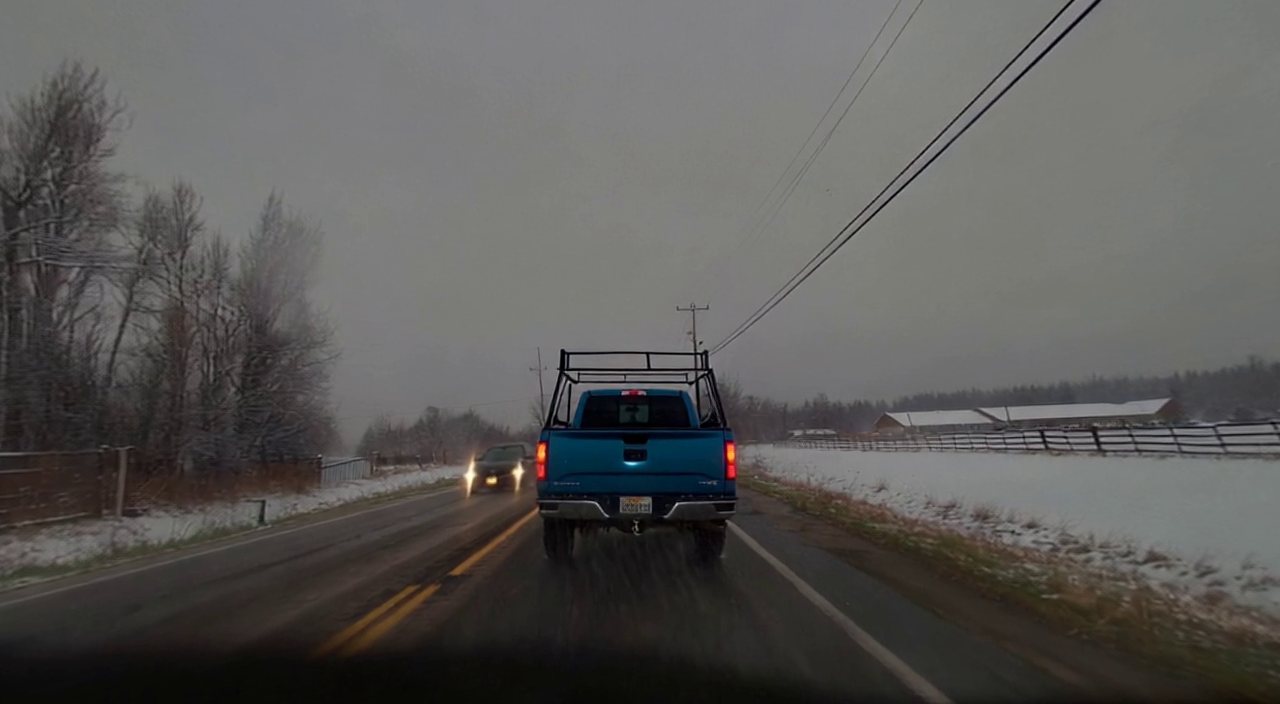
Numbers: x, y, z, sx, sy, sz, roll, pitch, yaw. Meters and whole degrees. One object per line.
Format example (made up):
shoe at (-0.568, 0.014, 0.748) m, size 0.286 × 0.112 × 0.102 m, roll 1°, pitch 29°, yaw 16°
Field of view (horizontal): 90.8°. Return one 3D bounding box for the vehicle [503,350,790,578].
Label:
vehicle at (-0.017, 1.667, 10.166) m, size 2.912 × 2.320 × 7.292 m, roll 0°, pitch -8°, yaw -1°
